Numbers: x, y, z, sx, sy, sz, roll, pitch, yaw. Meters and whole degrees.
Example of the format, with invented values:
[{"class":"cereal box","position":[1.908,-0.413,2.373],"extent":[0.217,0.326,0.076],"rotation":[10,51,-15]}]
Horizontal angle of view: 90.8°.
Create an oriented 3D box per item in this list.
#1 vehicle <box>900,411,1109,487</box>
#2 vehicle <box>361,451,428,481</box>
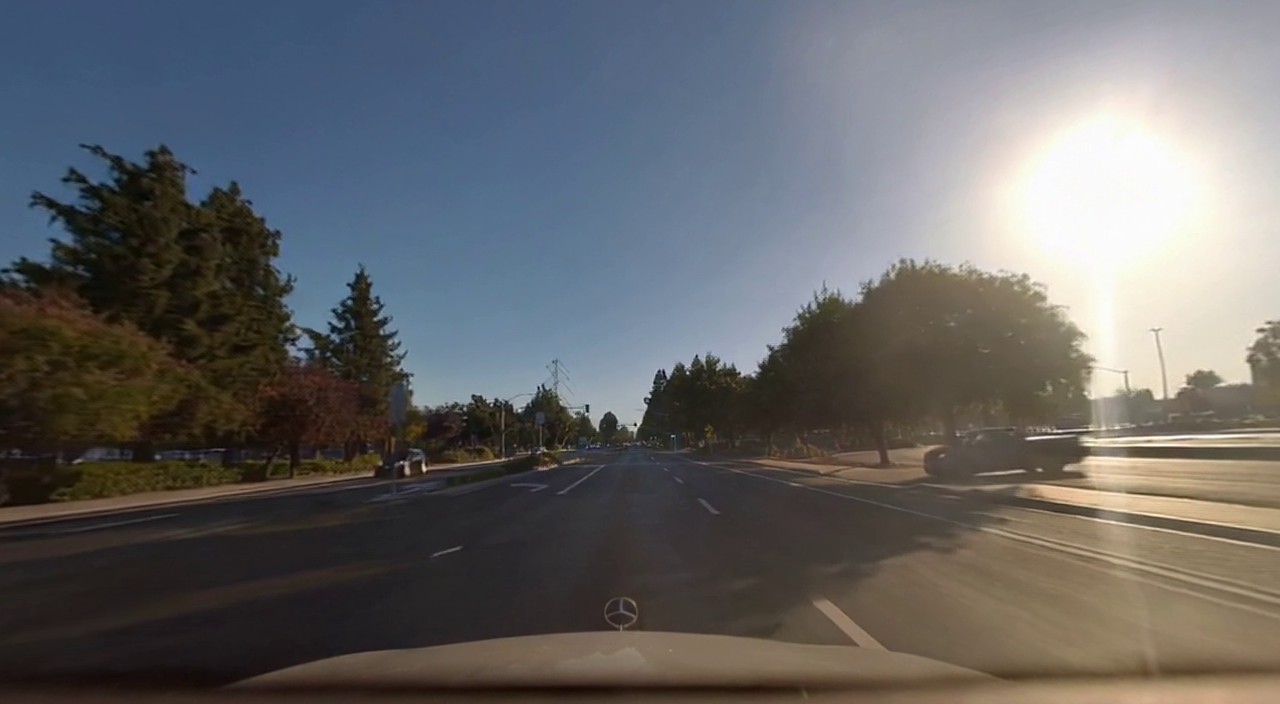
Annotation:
[{"class":"vehicle","position":[12.346,3.294,21.738],"extent":[5.581,1.926,2.324],"rotation":[-5,-7,0]},{"class":"vehicle","position":[-13.563,6.295,35.204],"extent":[1.892,1.486,4.487],"rotation":[-1,-8,0]}]
